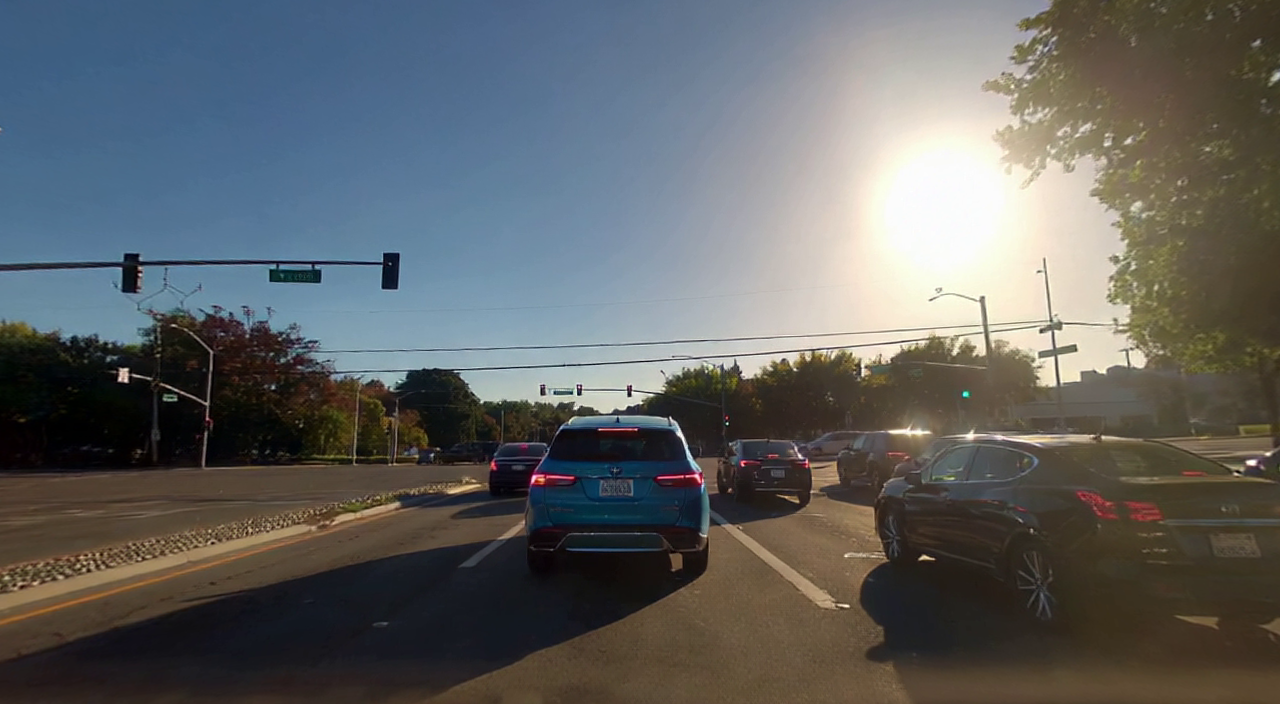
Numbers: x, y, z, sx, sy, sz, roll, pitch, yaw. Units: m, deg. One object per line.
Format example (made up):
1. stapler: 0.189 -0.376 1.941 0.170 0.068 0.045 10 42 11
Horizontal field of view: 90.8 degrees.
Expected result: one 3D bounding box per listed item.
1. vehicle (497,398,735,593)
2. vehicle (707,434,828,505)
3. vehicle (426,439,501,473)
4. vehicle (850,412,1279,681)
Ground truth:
1. vehicle: -0.267 1.556 7.632 2.101 1.707 3.904 0 -8 -2
2. vehicle: 2.979 2.848 15.774 1.950 1.506 4.086 0 -8 -3
3. vehicle: -10.178 5.920 36.186 2.186 1.794 4.972 7 -11 -40
4. vehicle: 3.617 1.395 5.699 1.861 1.478 4.185 0 -8 -2
